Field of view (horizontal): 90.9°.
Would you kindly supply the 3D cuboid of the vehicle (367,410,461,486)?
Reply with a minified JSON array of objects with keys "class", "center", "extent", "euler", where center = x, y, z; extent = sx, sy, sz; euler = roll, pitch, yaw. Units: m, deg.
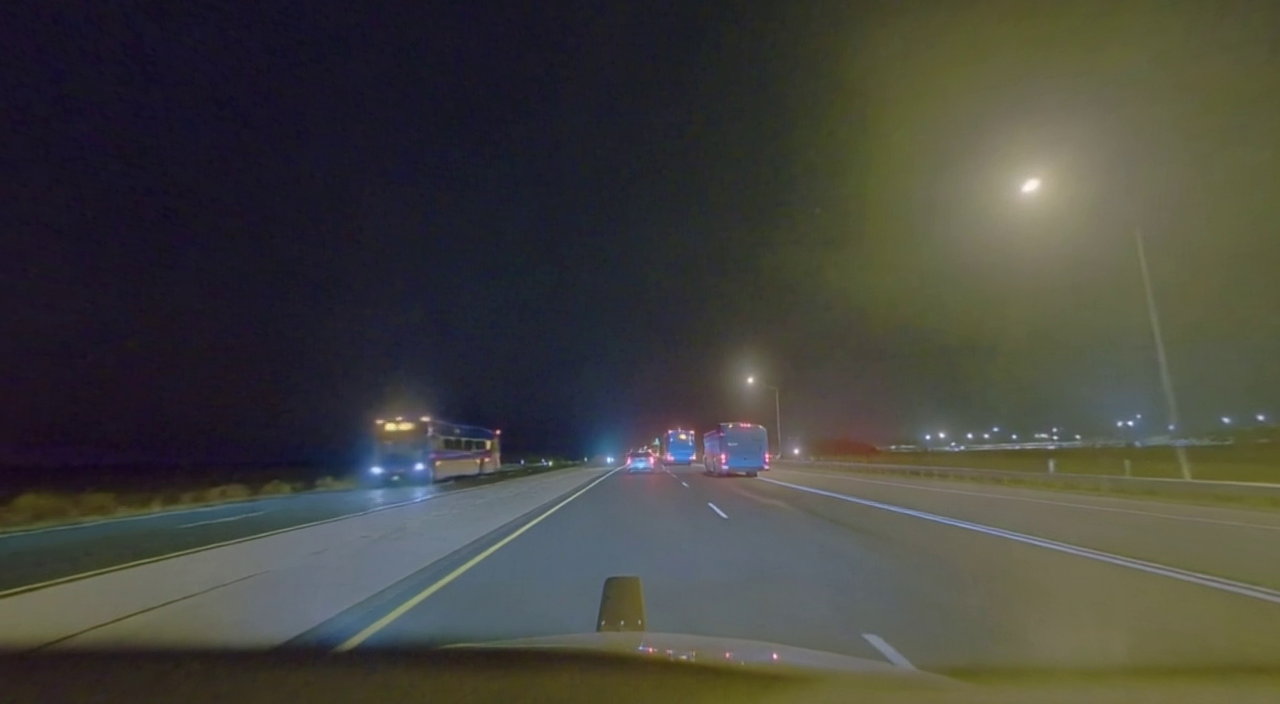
[{"class":"vehicle","center":[-12.953,5.608,36.808],"extent":[2.999,4.011,6.198],"euler":[0,-9,1]}]

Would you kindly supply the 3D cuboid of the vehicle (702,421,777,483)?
[{"class":"vehicle","center":[4.433,4.618,29.223],"extent":[2.440,2.555,5.957],"euler":[0,-9,0]}]

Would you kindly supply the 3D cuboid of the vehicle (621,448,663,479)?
[{"class":"vehicle","center":[0.090,5.568,31.724],"extent":[2.004,1.449,3.817],"euler":[0,-9,0]}]
